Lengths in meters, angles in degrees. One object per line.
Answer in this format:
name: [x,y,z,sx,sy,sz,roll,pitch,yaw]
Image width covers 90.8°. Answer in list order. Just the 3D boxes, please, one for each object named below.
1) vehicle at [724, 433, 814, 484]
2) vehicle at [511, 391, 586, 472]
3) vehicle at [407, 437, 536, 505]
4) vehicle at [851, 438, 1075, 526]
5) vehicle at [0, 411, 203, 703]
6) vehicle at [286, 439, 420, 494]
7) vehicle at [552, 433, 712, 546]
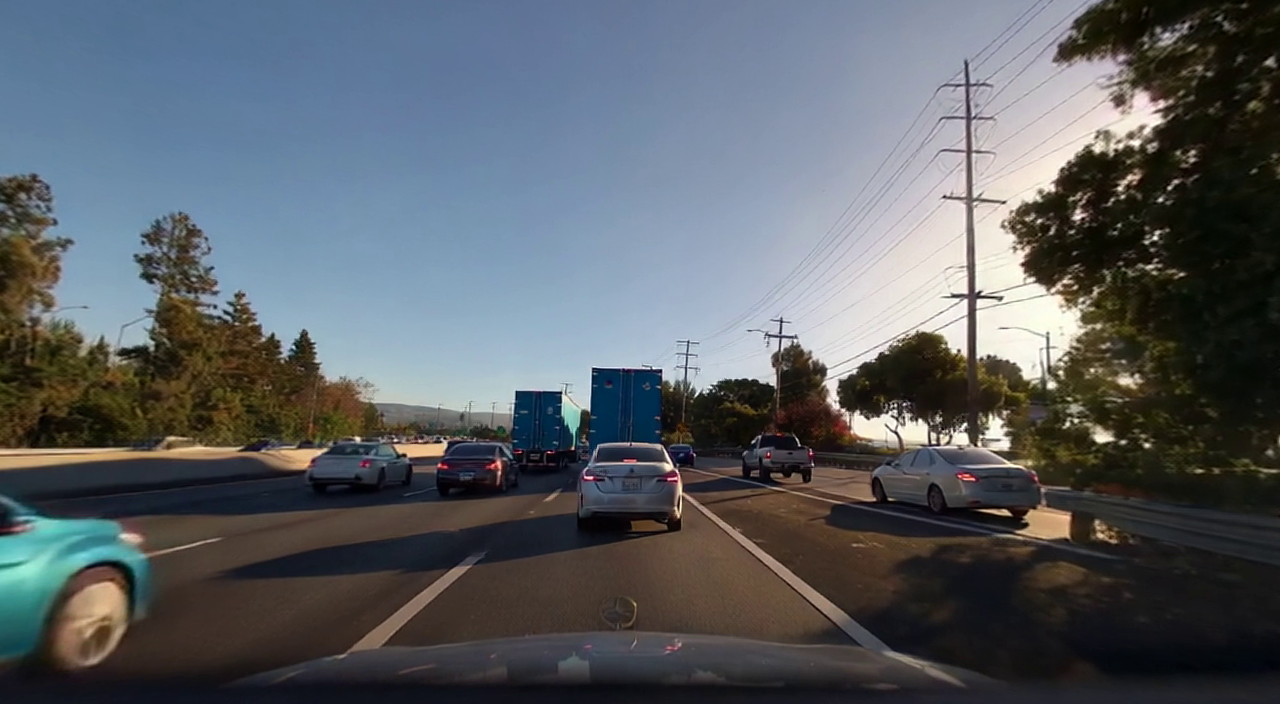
vehicle: [4.588,3.851,23.124,2.023,1.676,4.002,1,-9,-6]
vehicle: [-5.648,5.617,42.709,3.150,4.298,17.928,0,-9,-2]
vehicle: [-4.119,3.006,16.451,2.090,1.463,4.968,0,-9,-1]
vehicle: [6.015,2.443,12.469,1.878,1.406,4.164,1,-9,-6]
vehicle: [-3.819,0.786,1.435,1.960,1.450,5.246,0,-9,-1]
vehicle: [-8.525,3.437,19.334,2.008,1.454,4.693,0,-9,-2]
vehicle: [-0.212,2.129,10.422,2.112,1.463,4.012,0,-9,-3]
